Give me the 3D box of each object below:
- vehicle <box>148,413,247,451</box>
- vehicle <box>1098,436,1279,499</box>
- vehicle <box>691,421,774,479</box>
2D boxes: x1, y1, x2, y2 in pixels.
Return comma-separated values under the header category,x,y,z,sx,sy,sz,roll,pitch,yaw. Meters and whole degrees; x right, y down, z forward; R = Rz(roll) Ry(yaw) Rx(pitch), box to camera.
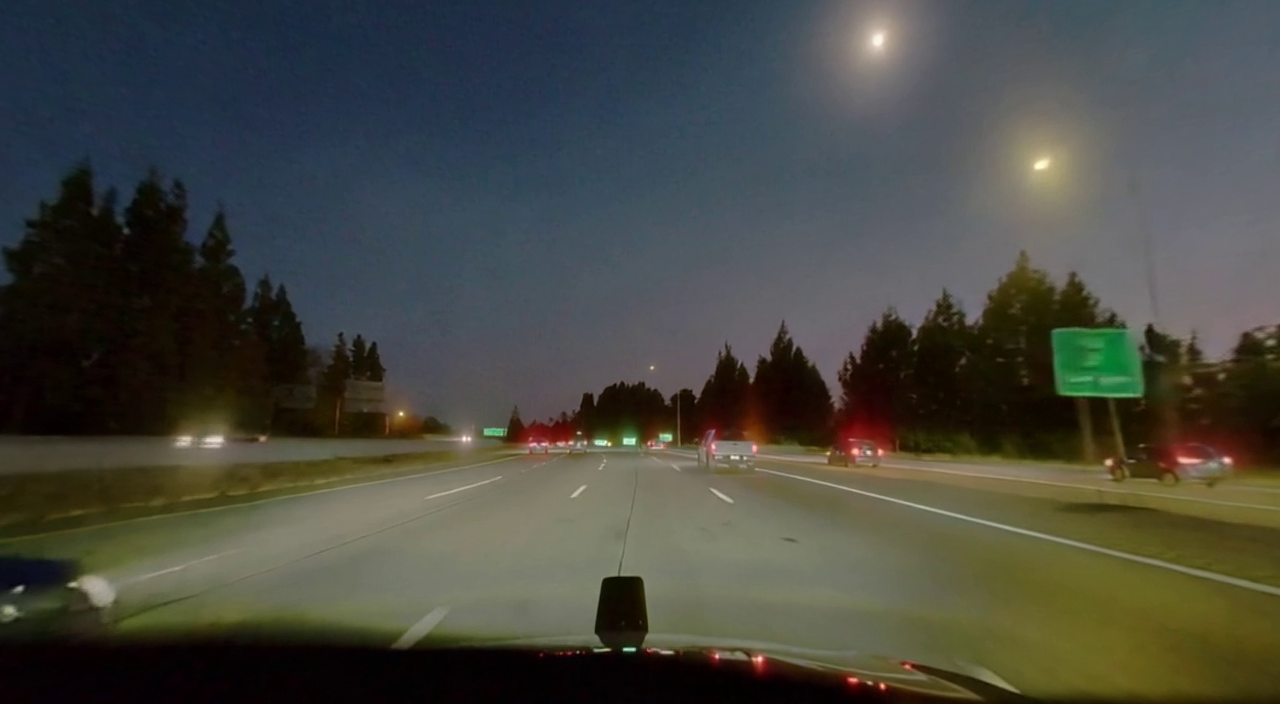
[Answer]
category,x,y,z,sx,sy,sz,roll,pitch,yaw
vehicle,-20.992,3.864,30.153,1.834,1.656,4.050,0,-8,-2
vehicle,16.411,3.292,18.547,2.033,1.580,4.752,1,-8,-5
vehicle,3.122,3.433,22.234,2.043,1.795,4.347,0,-8,-3
